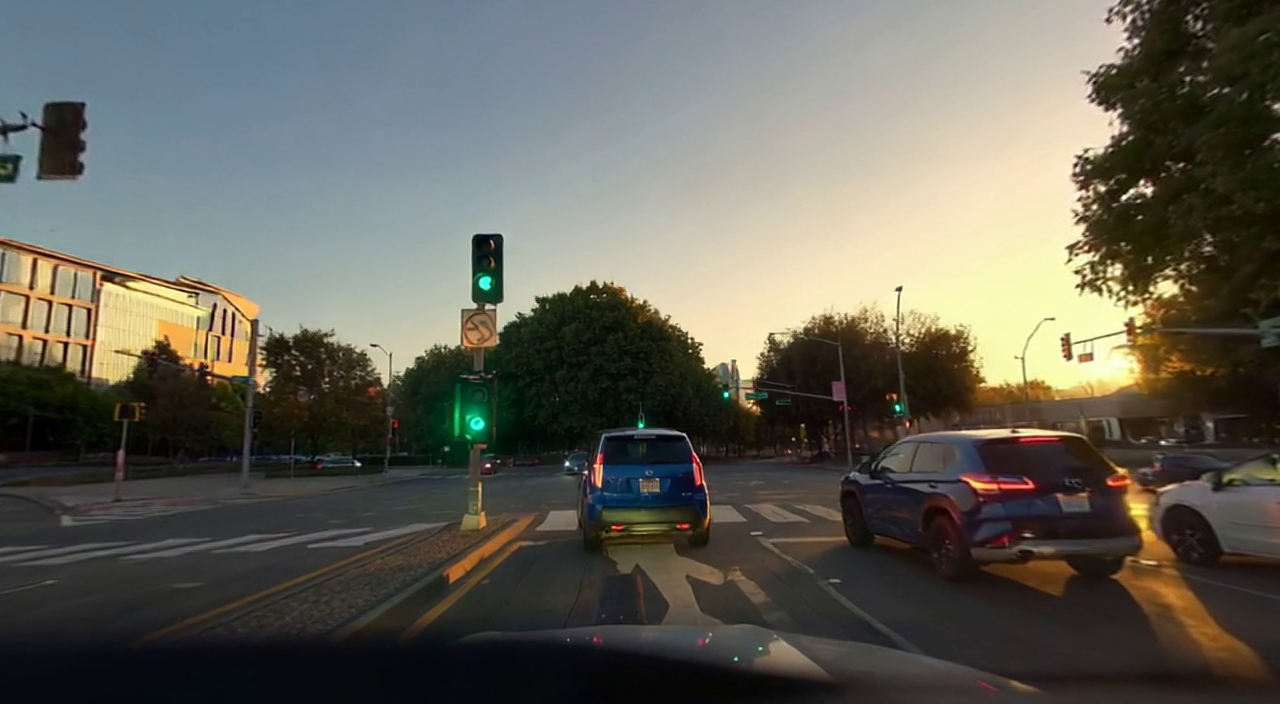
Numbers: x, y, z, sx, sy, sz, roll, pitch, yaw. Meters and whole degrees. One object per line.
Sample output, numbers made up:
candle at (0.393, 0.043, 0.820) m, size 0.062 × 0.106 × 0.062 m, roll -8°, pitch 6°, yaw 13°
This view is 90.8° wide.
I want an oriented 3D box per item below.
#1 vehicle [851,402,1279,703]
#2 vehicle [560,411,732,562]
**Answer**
vehicle at (3.607, 1.380, 5.564) m, size 1.899 × 1.572 × 4.425 m, roll 0°, pitch -8°, yaw -1°
vehicle at (0.012, 1.933, 9.774) m, size 2.085 × 1.807 × 4.038 m, roll 0°, pitch -8°, yaw -2°
